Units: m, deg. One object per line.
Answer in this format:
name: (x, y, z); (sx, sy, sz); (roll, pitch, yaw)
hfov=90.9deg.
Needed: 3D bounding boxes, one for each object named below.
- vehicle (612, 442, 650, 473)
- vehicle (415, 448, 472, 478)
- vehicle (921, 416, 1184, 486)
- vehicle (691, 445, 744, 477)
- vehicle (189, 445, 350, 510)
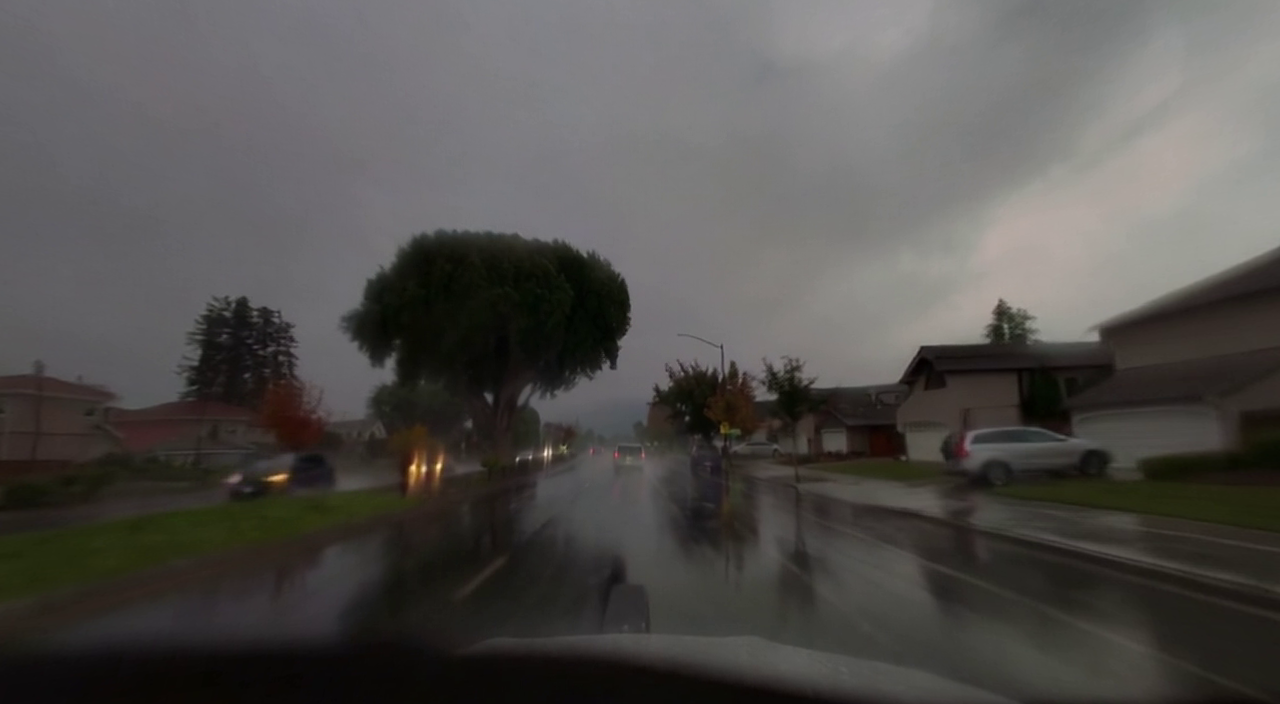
vehicle: (-0.555, 6.020, 36.080); (2.024, 1.655, 4.301); (0, -9, -2)
vehicle: (-11.765, 6.638, 38.038); (2.065, 1.644, 4.412); (0, -9, 0)
vehicle: (11.569, 2.823, 18.065); (5.876, 1.828, 2.268); (0, -9, 1)
vehicle: (3.932, 5.615, 32.736); (2.045, 1.517, 4.394); (0, -9, -2)
vehicle: (-11.346, 3.825, 19.833); (2.232, 1.651, 4.777); (-4, -9, 0)
